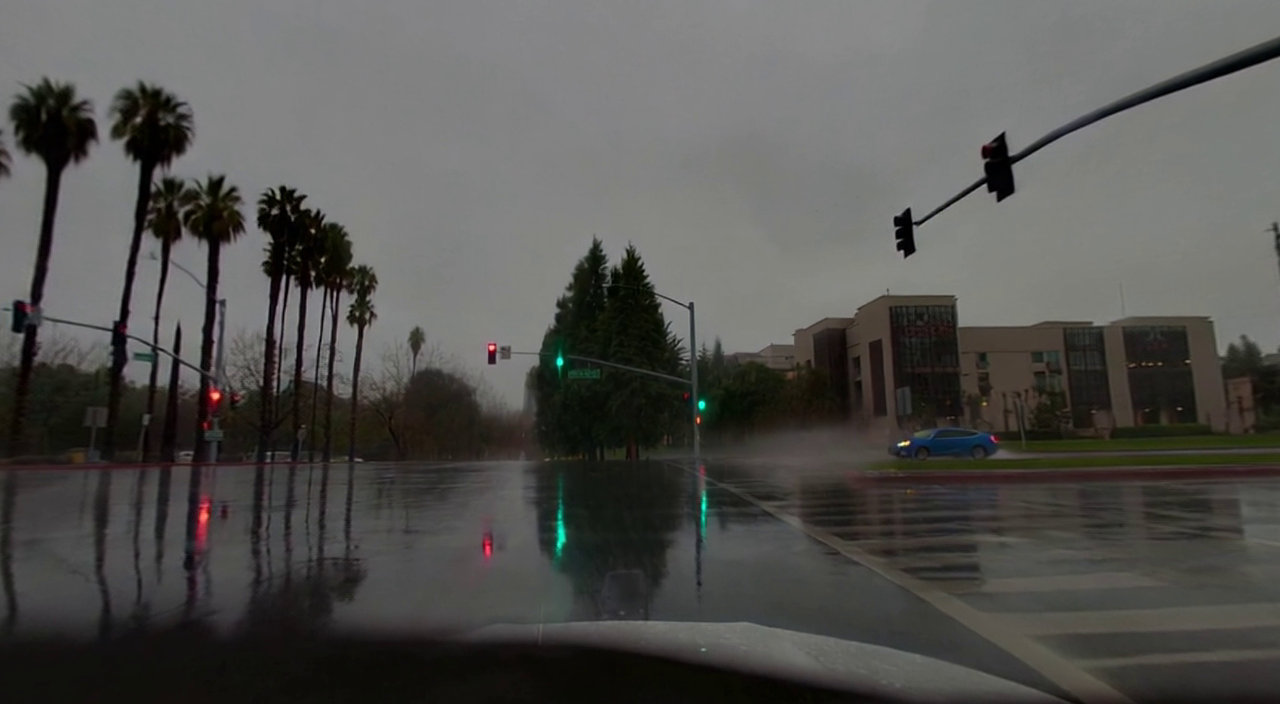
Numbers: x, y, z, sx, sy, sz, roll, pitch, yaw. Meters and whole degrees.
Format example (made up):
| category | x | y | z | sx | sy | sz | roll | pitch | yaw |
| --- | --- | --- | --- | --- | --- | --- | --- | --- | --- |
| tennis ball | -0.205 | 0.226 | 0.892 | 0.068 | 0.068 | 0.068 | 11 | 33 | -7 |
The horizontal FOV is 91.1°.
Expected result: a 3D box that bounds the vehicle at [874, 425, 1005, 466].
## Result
| category | x | y | z | sx | sy | sz | roll | pitch | yaw |
| --- | --- | --- | --- | --- | --- | --- | --- | --- | --- |
| vehicle | 13.379 | 4.214 | 28.280 | 4.820 | 1.751 | 2.050 | 0 | -8 | -2 |
